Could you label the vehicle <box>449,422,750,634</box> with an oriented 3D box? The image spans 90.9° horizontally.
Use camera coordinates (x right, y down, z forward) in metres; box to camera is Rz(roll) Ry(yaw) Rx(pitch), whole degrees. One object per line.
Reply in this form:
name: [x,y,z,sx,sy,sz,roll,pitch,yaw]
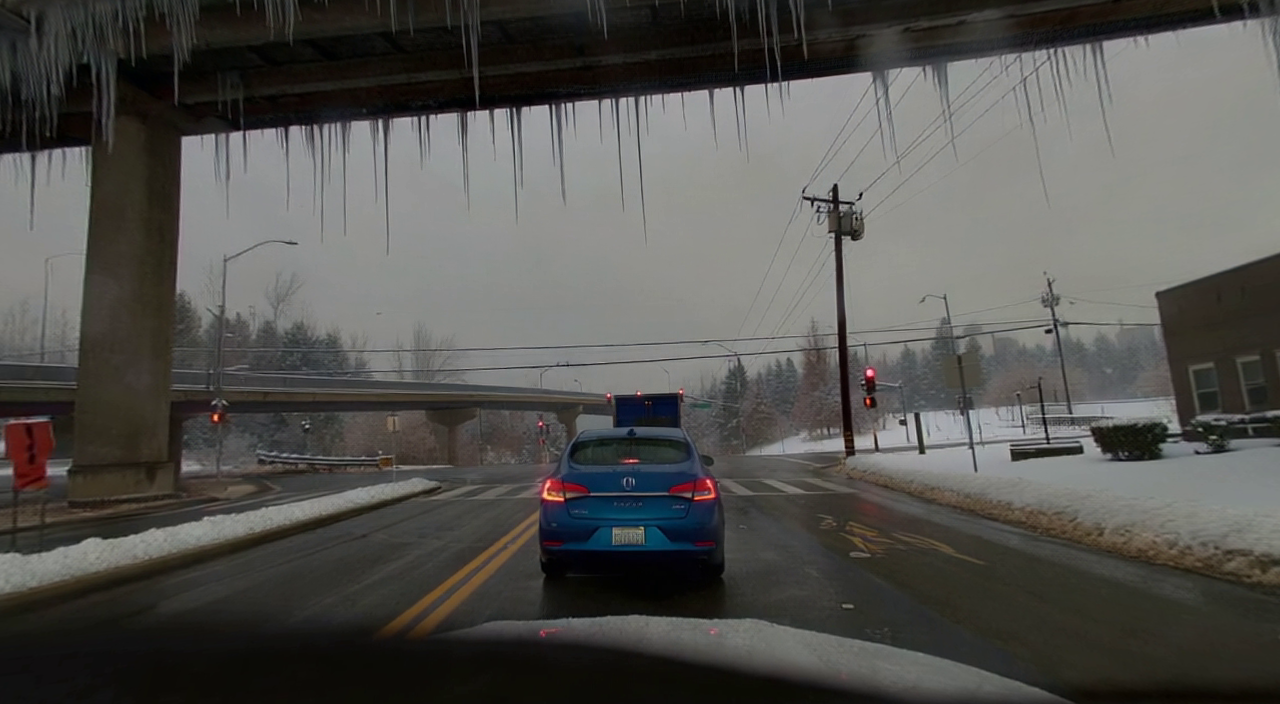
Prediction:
vehicle: [-0.245,1.533,6.468,2.090,1.458,4.033,-1,-9,1]
